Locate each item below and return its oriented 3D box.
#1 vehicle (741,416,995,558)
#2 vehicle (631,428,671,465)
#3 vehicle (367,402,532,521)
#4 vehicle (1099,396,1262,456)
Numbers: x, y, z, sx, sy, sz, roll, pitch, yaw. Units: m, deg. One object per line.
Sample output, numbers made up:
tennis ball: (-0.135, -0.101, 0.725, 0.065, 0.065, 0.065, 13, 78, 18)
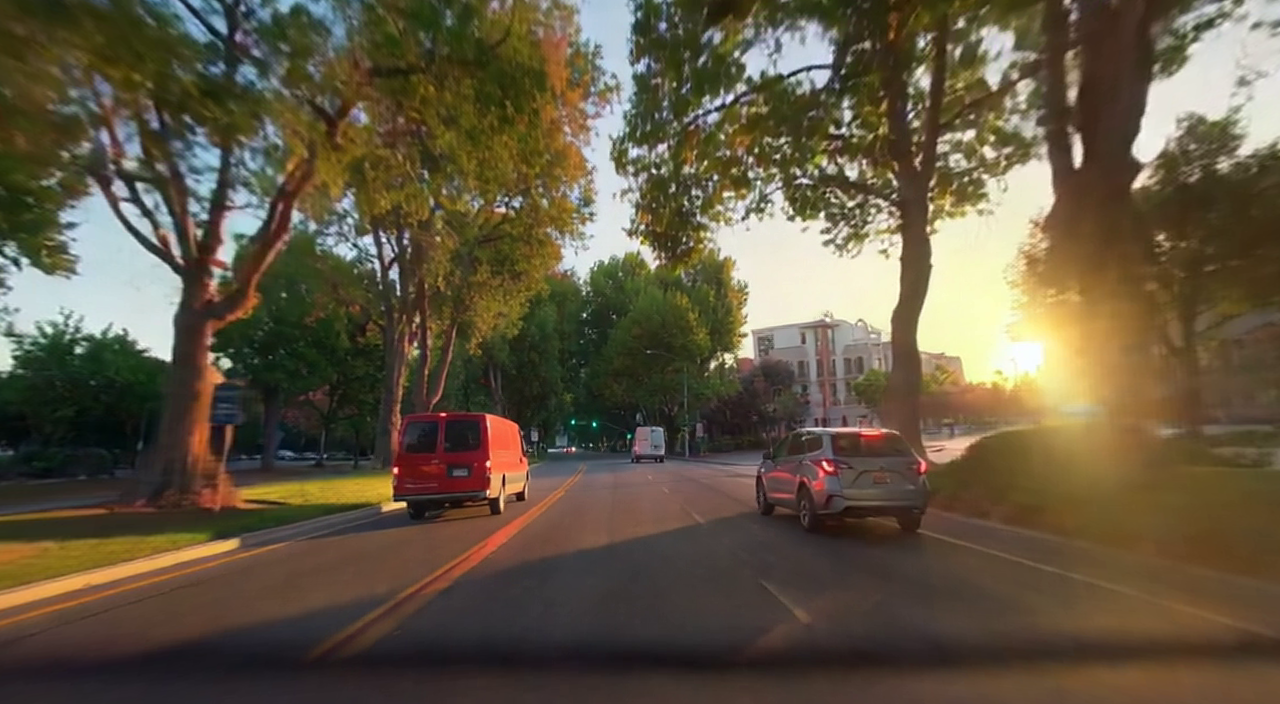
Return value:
vehicle: (3.081, 1.938, 9.832, 2.087, 1.658, 4.612, 0, -8, -2)
vehicle: (0.739, 6.900, 46.195, 2.397, 2.566, 5.324, 1, -9, -5)
vehicle: (-3.987, 2.406, 14.259, 2.420, 2.227, 4.499, 0, -8, -2)
vehicle: (29.768, 4.140, 34.895, 7.267, 3.074, 2.768, 2, -8, -13)
